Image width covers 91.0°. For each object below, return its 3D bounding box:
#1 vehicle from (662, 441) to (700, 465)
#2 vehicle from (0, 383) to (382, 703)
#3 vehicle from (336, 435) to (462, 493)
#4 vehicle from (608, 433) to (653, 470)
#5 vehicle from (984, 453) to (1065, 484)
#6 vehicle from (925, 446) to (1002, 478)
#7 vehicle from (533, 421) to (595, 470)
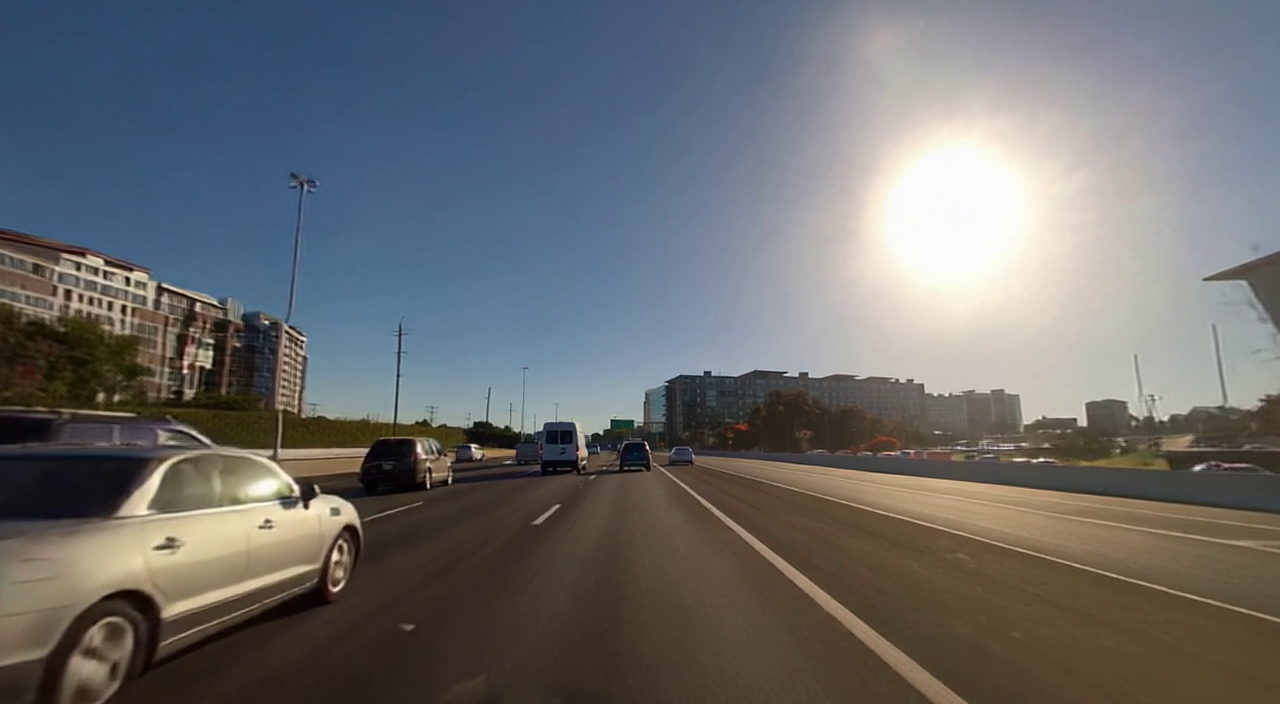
[{"bbox_3d":[2.684,6.828,42.635,2.127,1.513,4.501,0,-9,-2],"label":"vehicle"},{"bbox_3d":[-3.296,1.040,3.394,1.963,1.507,4.172,0,-9,1],"label":"vehicle"},{"bbox_3d":[-6.931,3.265,18.715,1.959,1.493,4.575,0,-9,0],"label":"vehicle"},{"bbox_3d":[-0.472,5.228,33.284,2.207,1.807,4.199,0,-9,0],"label":"vehicle"},{"bbox_3d":[20.948,6.360,34.531,1.789,1.531,3.983,0,-9,-2],"label":"vehicle"},{"bbox_3d":[20.841,7.069,40.824,2.083,1.873,5.209,0,-9,-2],"label":"vehicle"},{"bbox_3d":[-3.800,4.861,32.578,2.504,2.276,5.933,0,-9,-1],"label":"vehicle"}]
